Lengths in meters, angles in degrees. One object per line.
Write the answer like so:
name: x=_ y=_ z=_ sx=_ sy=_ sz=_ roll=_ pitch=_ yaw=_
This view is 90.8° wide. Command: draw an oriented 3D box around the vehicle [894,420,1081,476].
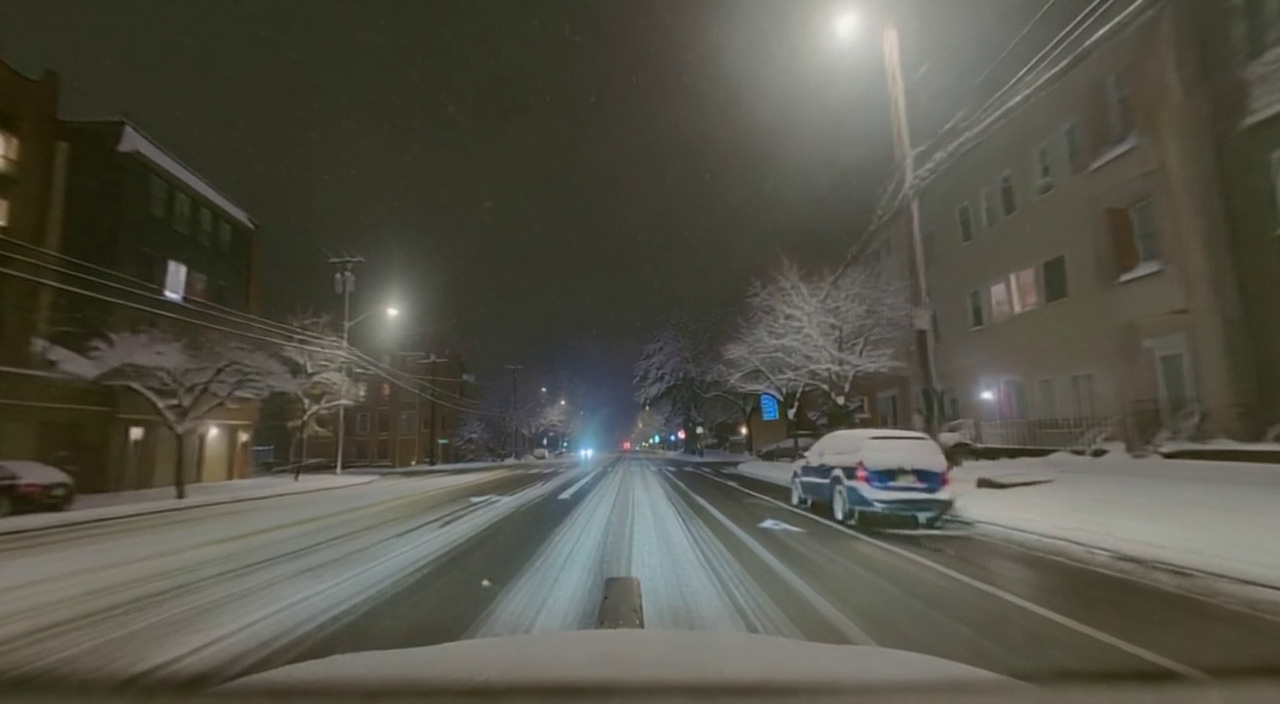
vehicle: x=12.114 y=3.383 z=22.275 sx=5.202 sy=1.730 sz=2.357 roll=-1 pitch=-9 yaw=-5

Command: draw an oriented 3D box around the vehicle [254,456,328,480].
vehicle: x=-22.787 y=7.596 z=41.344 sx=3.687 sy=1.465 sz=1.855 roll=0 pitch=-8 yaw=-1

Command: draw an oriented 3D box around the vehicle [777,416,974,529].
vehicle: x=4.438 y=2.359 z=12.937 sx=2.052 sy=1.859 sz=4.778 roll=0 pitch=-9 yaw=-2
